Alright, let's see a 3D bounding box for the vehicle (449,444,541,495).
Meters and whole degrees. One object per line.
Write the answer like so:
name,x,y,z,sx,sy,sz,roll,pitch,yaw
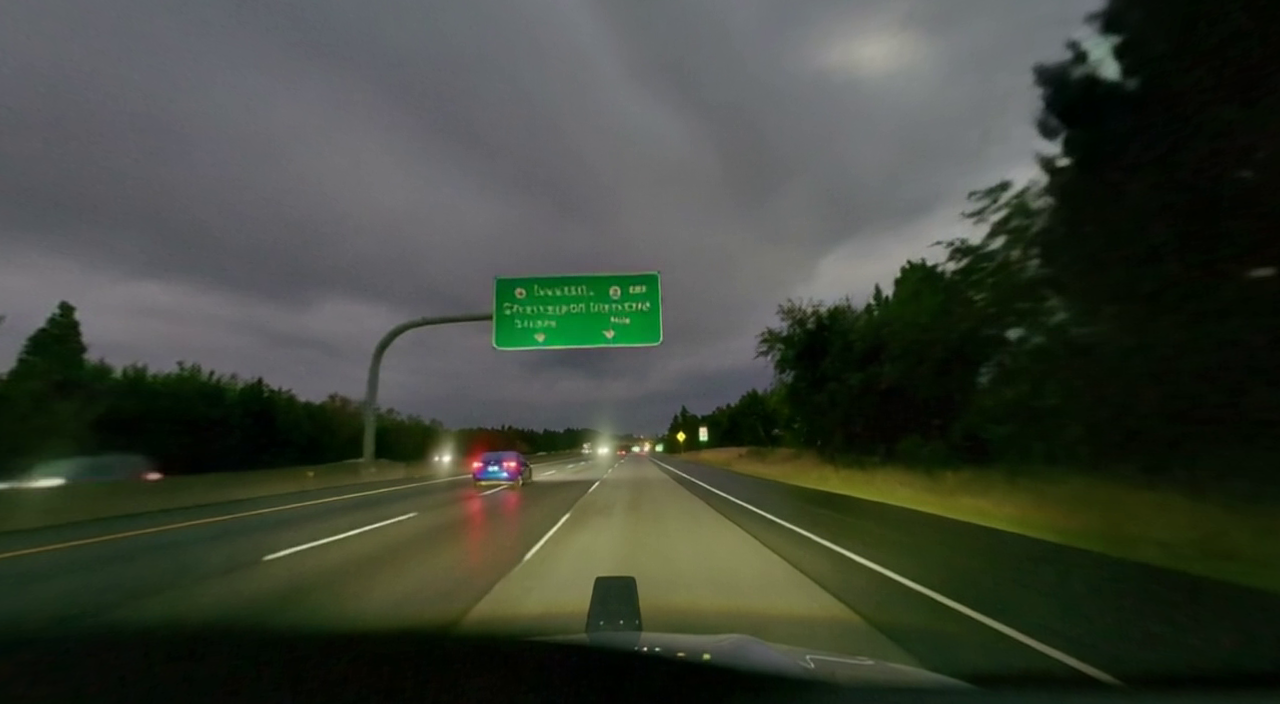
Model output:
vehicle,-4.714,3.872,21.173,2.121,1.537,3.852,0,-9,1
